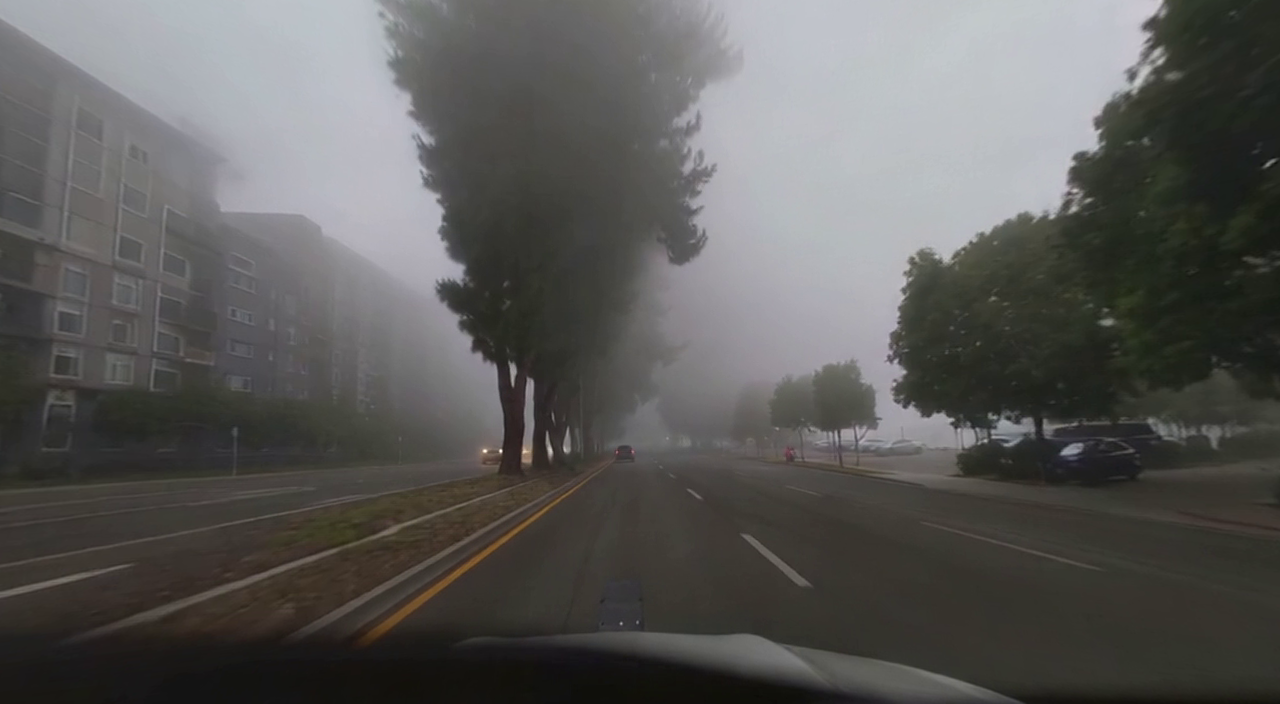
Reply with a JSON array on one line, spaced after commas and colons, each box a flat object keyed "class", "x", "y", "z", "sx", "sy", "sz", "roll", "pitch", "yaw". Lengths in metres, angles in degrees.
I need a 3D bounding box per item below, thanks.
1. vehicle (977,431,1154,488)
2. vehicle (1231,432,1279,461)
[{"class": "vehicle", "x": 14.924, "y": 3.759, "z": 22.330, "sx": 4.761, "sy": 1.832, "sz": 2.201, "roll": 1, "pitch": -9, "yaw": -7}, {"class": "vehicle", "x": 36.565, "y": 5.502, "z": 36.756, "sx": 4.821, "sy": 1.585, "sz": 2.122, "roll": 6, "pitch": -10, "yaw": -36}]
